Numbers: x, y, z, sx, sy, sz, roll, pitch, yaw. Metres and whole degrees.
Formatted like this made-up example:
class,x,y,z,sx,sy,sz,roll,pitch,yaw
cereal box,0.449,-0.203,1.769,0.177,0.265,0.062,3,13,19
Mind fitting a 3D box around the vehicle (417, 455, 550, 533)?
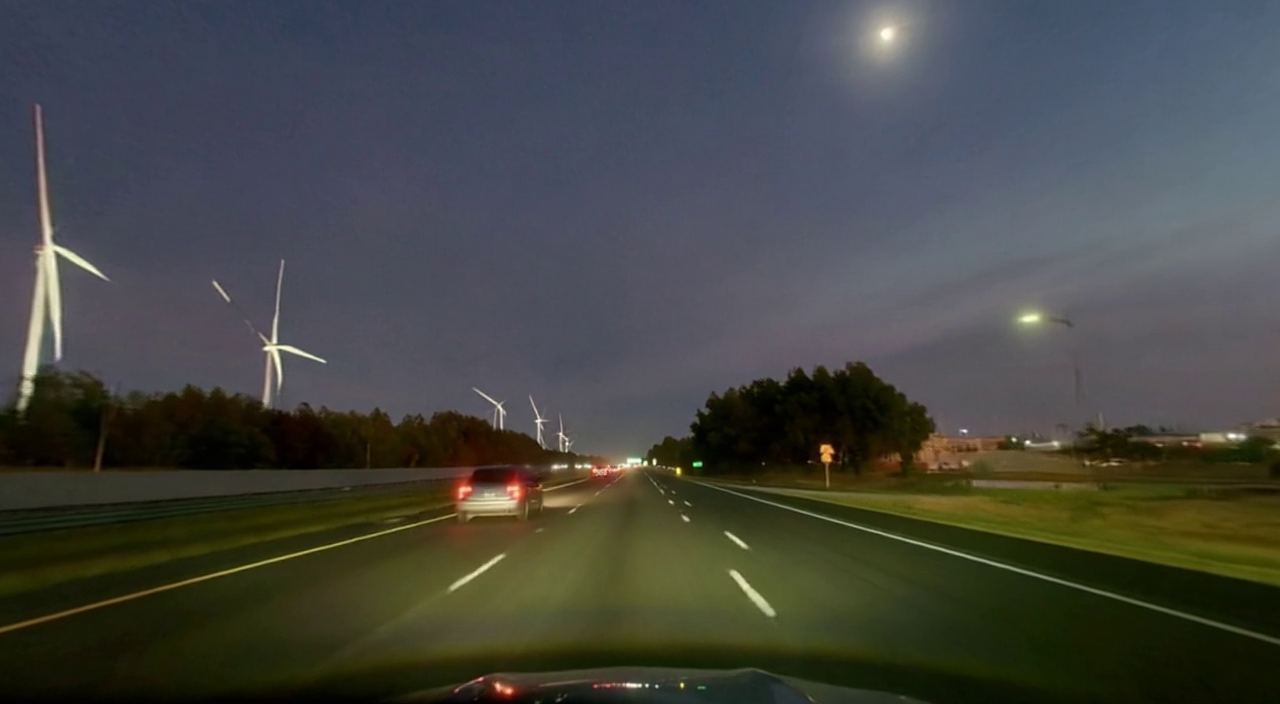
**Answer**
class,x,y,z,sx,sy,sz,roll,pitch,yaw
vehicle,-3.418,3.223,14.630,2.001,1.486,4.104,1,-11,0
